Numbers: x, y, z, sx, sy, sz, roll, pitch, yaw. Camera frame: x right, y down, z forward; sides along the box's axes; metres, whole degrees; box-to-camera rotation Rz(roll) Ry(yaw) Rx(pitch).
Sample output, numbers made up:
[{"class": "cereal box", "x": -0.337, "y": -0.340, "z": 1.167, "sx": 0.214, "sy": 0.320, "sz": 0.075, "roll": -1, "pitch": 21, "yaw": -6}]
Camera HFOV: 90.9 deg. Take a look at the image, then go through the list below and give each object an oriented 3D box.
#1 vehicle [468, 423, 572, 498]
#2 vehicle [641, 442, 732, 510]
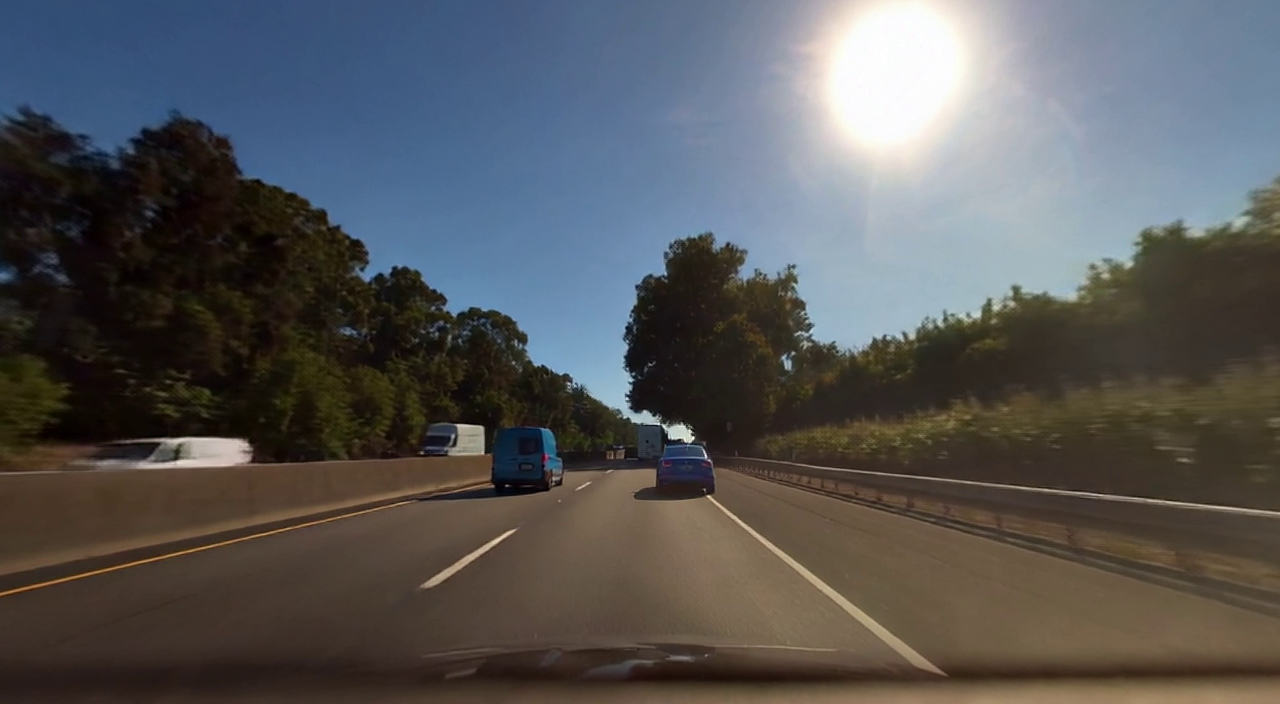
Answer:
[{"class": "vehicle", "x": -3.569, "y": 3.369, "z": 19.886, "sx": 2.217, "sy": 2.033, "sz": 4.975, "roll": 0, "pitch": -9, "yaw": 1}, {"class": "vehicle", "x": 1.029, "y": 3.033, "z": 15.847, "sx": 2.012, "sy": 1.485, "sz": 3.649, "roll": 0, "pitch": -9, "yaw": 0}]
